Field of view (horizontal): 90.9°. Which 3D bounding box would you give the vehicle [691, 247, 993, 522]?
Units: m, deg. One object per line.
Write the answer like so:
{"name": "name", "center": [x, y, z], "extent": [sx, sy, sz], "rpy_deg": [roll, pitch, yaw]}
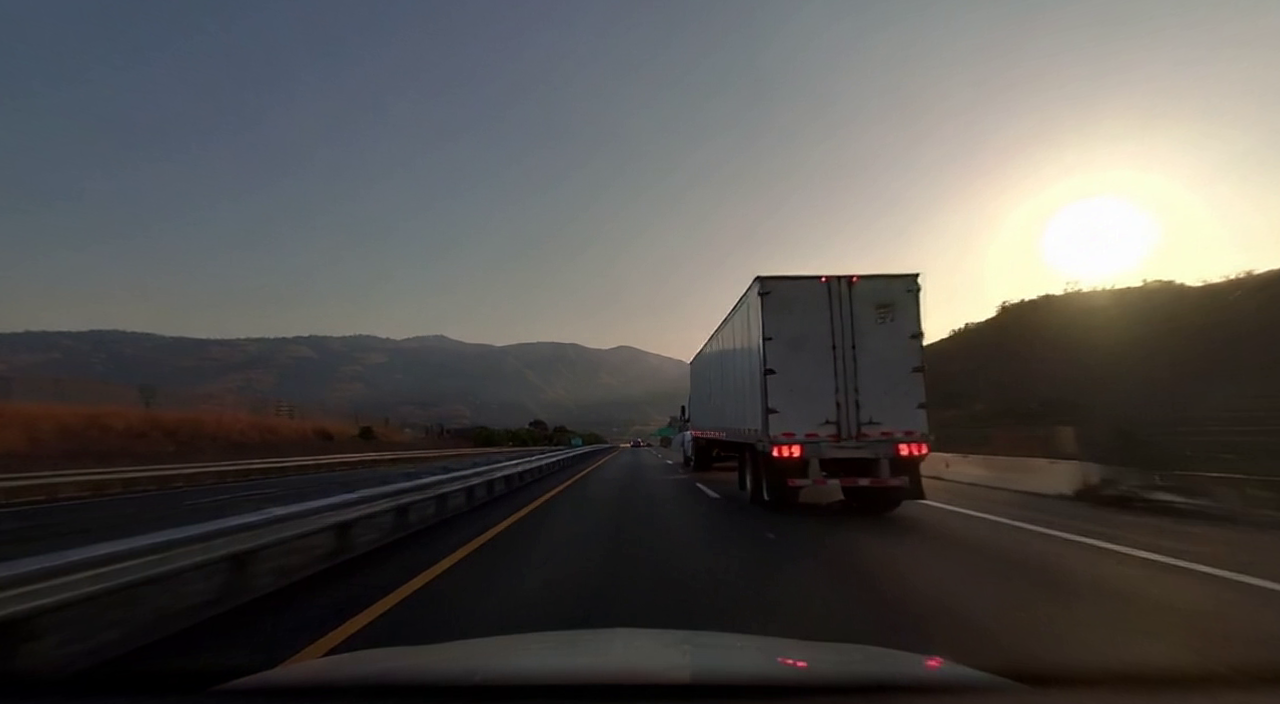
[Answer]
{"name": "vehicle", "center": [3.456, 1.329, 16.009], "extent": [2.924, 4.024, 13.639], "rpy_deg": [0, -8, -1]}
